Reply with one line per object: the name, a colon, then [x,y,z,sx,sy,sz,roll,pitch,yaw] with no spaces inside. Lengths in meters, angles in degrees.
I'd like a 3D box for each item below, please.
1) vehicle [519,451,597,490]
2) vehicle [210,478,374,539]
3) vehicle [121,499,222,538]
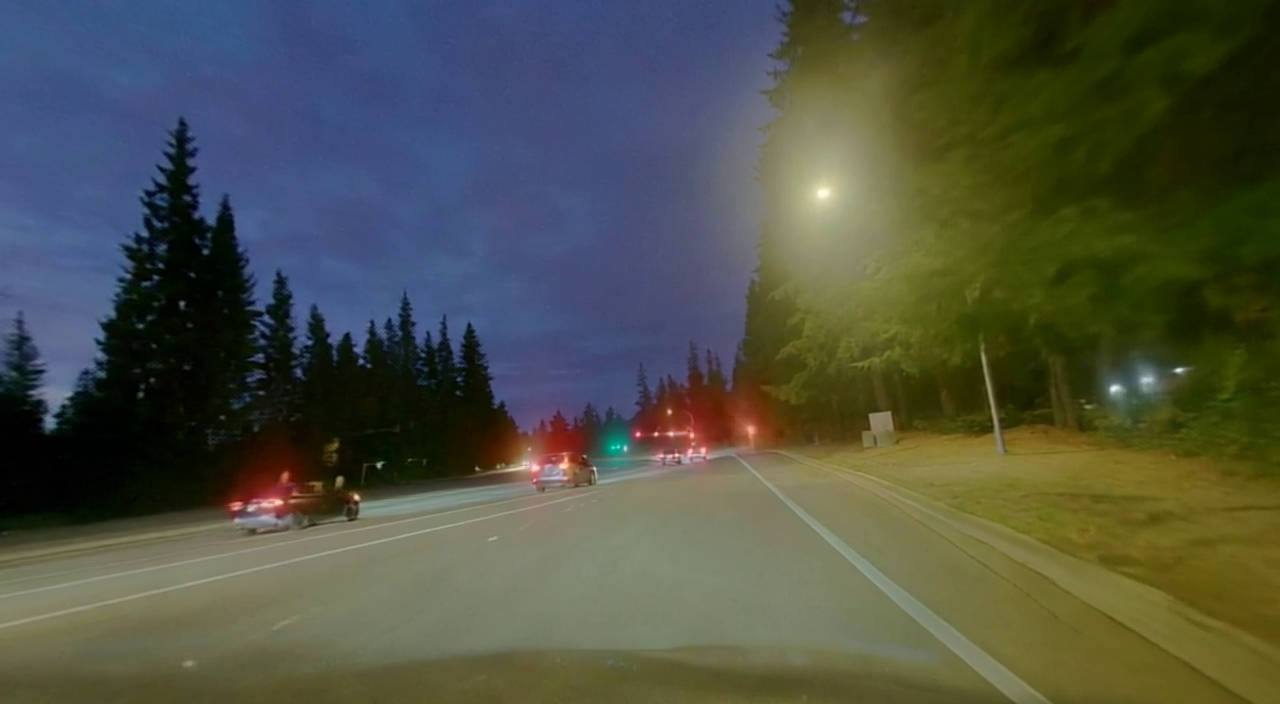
vehicle: [-3.990,5.868,31.600,2.049,1.699,4.860,-3,-9,16]
vehicle: [-11.515,5.163,21.375,1.886,1.535,4.742,-4,-9,18]
vehicle: [-25.471,9.034,34.519,1.867,1.592,4.065,-3,-9,14]
